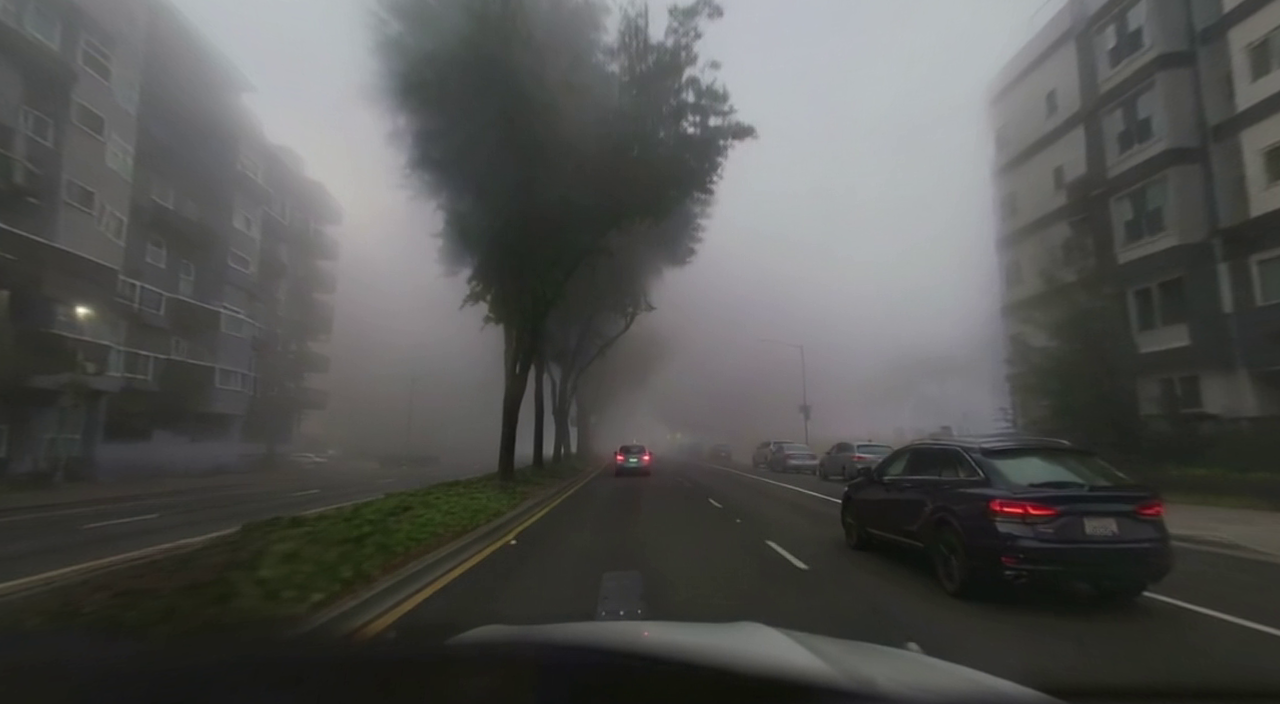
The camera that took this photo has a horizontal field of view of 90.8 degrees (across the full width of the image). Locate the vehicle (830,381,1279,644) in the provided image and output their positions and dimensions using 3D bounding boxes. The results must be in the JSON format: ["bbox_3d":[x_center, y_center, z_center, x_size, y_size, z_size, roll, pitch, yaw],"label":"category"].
[{"bbox_3d":[3.547,1.351,6.275,1.949,1.723,4.020,0,-8,-1],"label":"vehicle"}]

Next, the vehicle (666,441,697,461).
[{"bbox_3d":[3.073,7.409,47.427,1.910,1.474,4.003,0,-8,-2],"label":"vehicle"}]

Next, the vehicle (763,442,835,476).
[{"bbox_3d":[7.417,5.018,30.017,2.014,1.465,4.769,0,-8,-2],"label":"vehicle"}]

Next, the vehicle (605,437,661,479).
[{"bbox_3d":[-0.252,4.040,24.278,2.006,1.487,3.535,0,-8,0],"label":"vehicle"}]
